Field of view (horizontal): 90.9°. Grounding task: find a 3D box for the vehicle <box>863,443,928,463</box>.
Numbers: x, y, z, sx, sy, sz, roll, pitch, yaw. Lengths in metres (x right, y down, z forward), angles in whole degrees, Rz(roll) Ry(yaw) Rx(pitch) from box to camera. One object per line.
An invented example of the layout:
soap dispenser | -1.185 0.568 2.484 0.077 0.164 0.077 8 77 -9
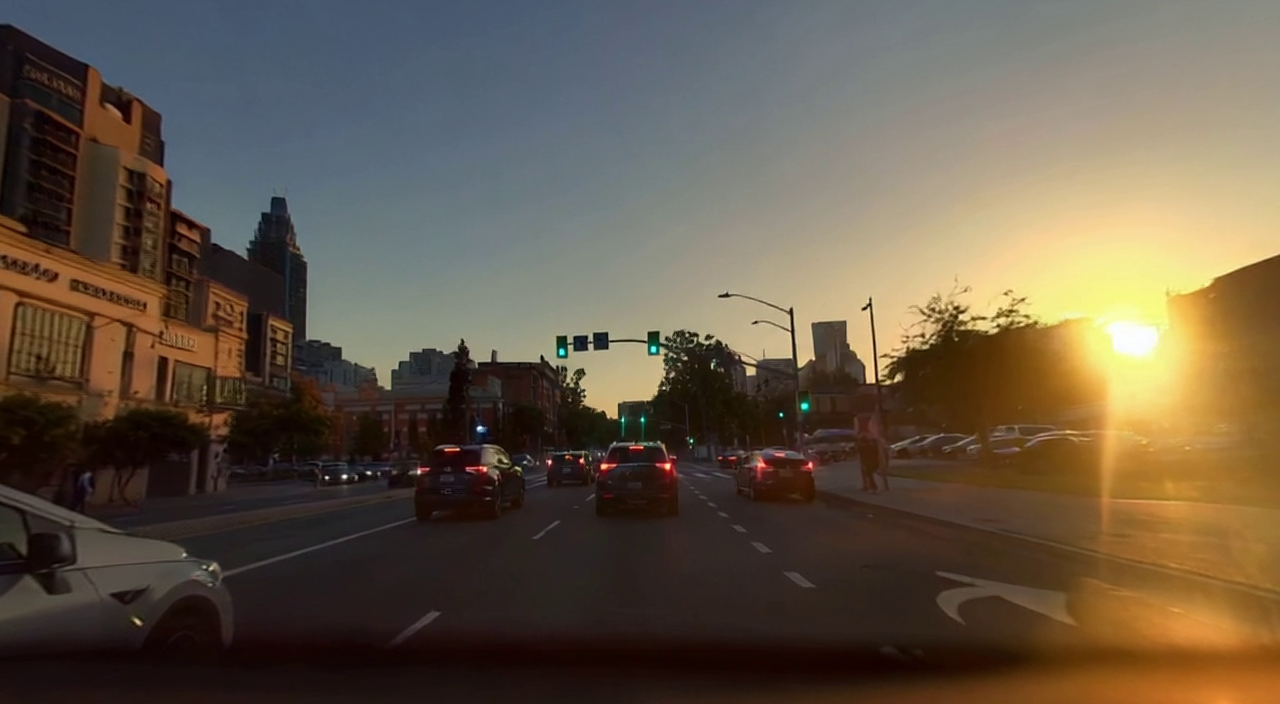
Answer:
vehicle | 20.162 7.994 49.854 4.361 1.478 1.909 -2 -9 6

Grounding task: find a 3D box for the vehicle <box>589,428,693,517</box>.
vehicle | 0.033 2.708 14.667 2.075 1.770 4.018 0 -8 1

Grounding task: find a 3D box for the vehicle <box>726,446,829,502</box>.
vehicle | 3.951 3.551 18.930 1.986 1.457 4.566 0 -9 -1

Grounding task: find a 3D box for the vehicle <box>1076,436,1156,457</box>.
vehicle | 35.159 6.996 46.669 4.169 1.475 2.059 -2 -9 14

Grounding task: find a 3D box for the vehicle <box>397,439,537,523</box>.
vehicle | -3.708 2.824 14.382 1.886 1.599 4.247 0 -9 1

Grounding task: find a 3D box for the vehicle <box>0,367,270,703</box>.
vehicle | -3.329 0.771 1.588 1.975 1.624 4.481 0 -9 1

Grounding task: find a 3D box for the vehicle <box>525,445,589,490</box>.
vehicle | -3.214 4.537 25.216 1.894 1.642 3.861 0 -8 2
